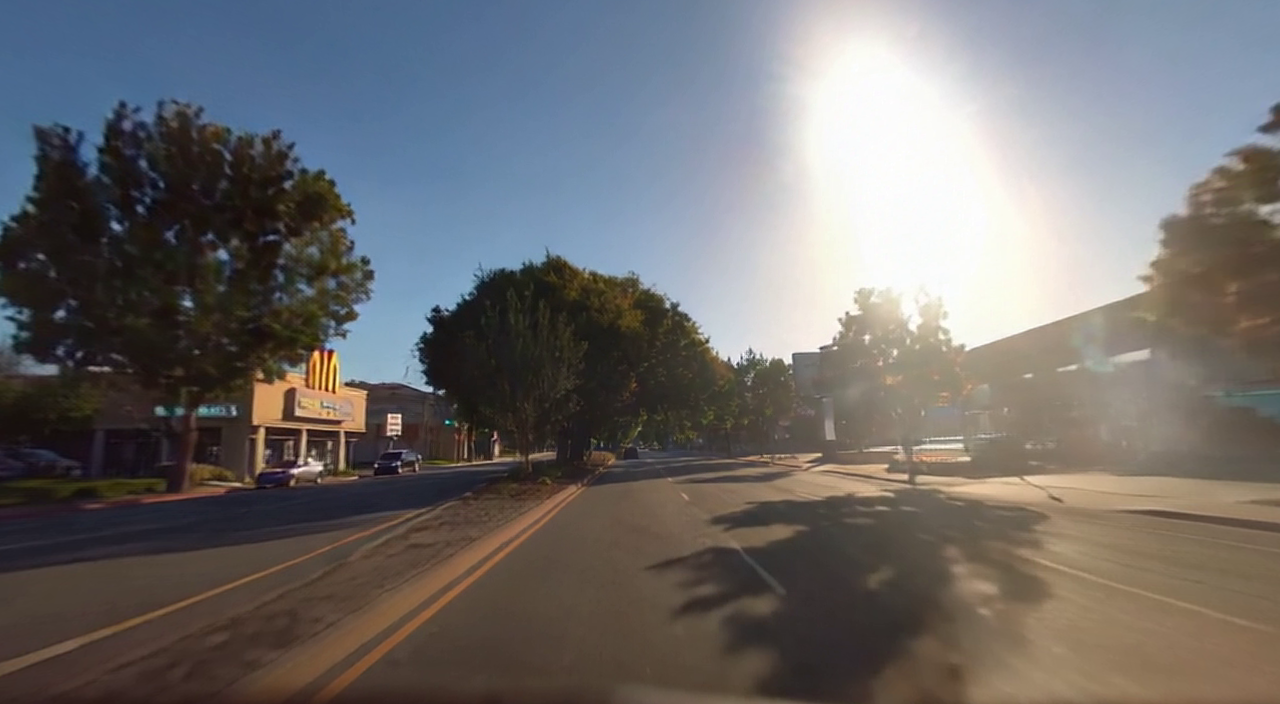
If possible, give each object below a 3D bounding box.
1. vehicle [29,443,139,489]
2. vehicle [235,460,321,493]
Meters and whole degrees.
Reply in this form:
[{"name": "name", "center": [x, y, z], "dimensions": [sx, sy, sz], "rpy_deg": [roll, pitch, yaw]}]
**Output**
[{"name": "vehicle", "center": [-29.715, 6.008, 33.731], "dimensions": [5.867, 2.279, 2.342], "rpy_deg": [-5, -10, 28]}, {"name": "vehicle", "center": [-19.342, 6.650, 34.016], "dimensions": [2.012, 1.471, 4.613], "rpy_deg": [-2, -8, -2]}]
